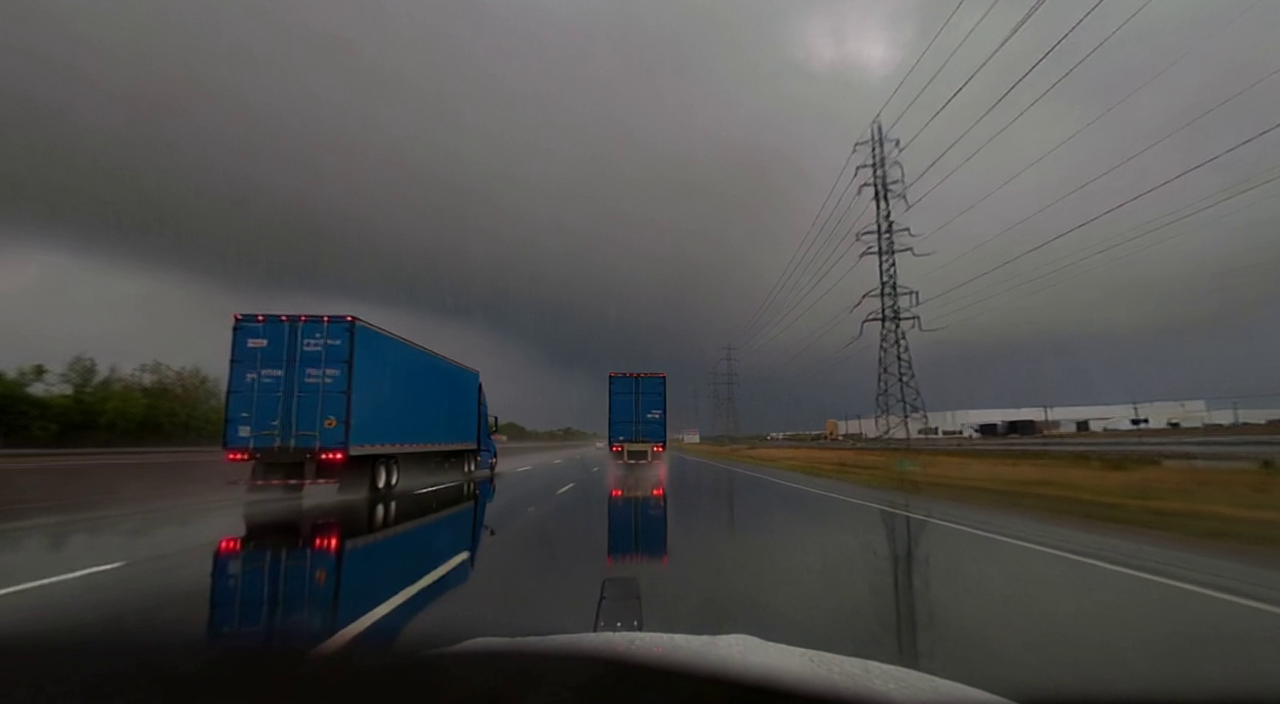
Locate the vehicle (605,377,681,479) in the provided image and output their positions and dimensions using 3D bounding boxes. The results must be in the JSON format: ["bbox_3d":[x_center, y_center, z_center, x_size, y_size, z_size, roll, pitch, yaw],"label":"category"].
[{"bbox_3d":[0.068,3.606,29.008,2.858,3.847,10.034,0,-9,-1],"label":"vehicle"}]

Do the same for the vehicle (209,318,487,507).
[{"bbox_3d":[-7.471,2.055,18.931,2.937,3.981,11.119,0,-8,0],"label":"vehicle"}]
